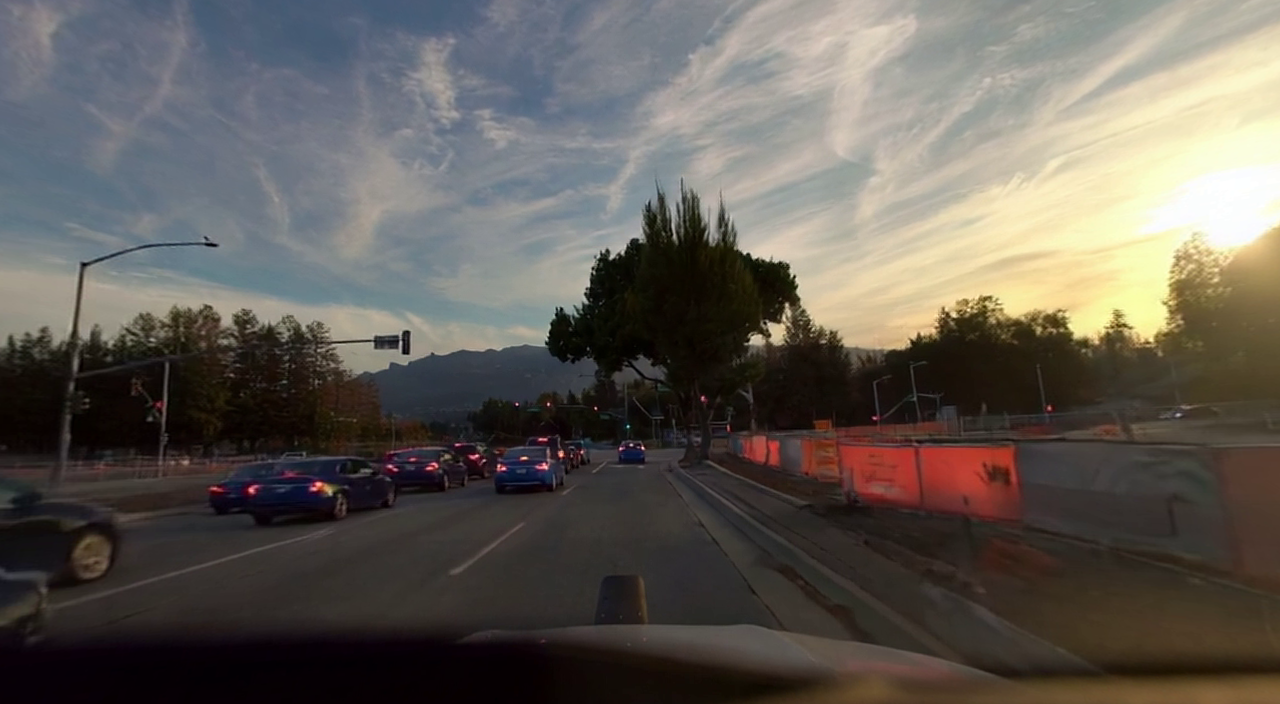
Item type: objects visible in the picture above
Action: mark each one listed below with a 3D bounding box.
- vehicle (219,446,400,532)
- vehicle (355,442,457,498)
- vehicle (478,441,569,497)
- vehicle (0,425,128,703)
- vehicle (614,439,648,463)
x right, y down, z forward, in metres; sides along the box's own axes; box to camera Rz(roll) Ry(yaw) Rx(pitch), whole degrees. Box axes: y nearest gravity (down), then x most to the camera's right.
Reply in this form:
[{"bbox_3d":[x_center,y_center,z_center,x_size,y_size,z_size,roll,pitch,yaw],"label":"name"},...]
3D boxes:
[{"bbox_3d":[-7.181,2.957,14.328,1.900,1.507,4.285,-3,-9,-1],"label":"vehicle"},{"bbox_3d":[-8.138,4.103,22.471,1.949,1.697,4.406,-2,-9,0],"label":"vehicle"},{"bbox_3d":[-3.425,3.521,19.415,2.042,1.441,4.172,-1,-9,0],"label":"vehicle"},{"bbox_3d":[-3.795,0.849,1.059,2.026,1.497,4.577,-2,-9,0],"label":"vehicle"},{"bbox_3d":[-0.602,6.636,42.385,2.183,1.506,4.286,0,-9,0],"label":"vehicle"}]
